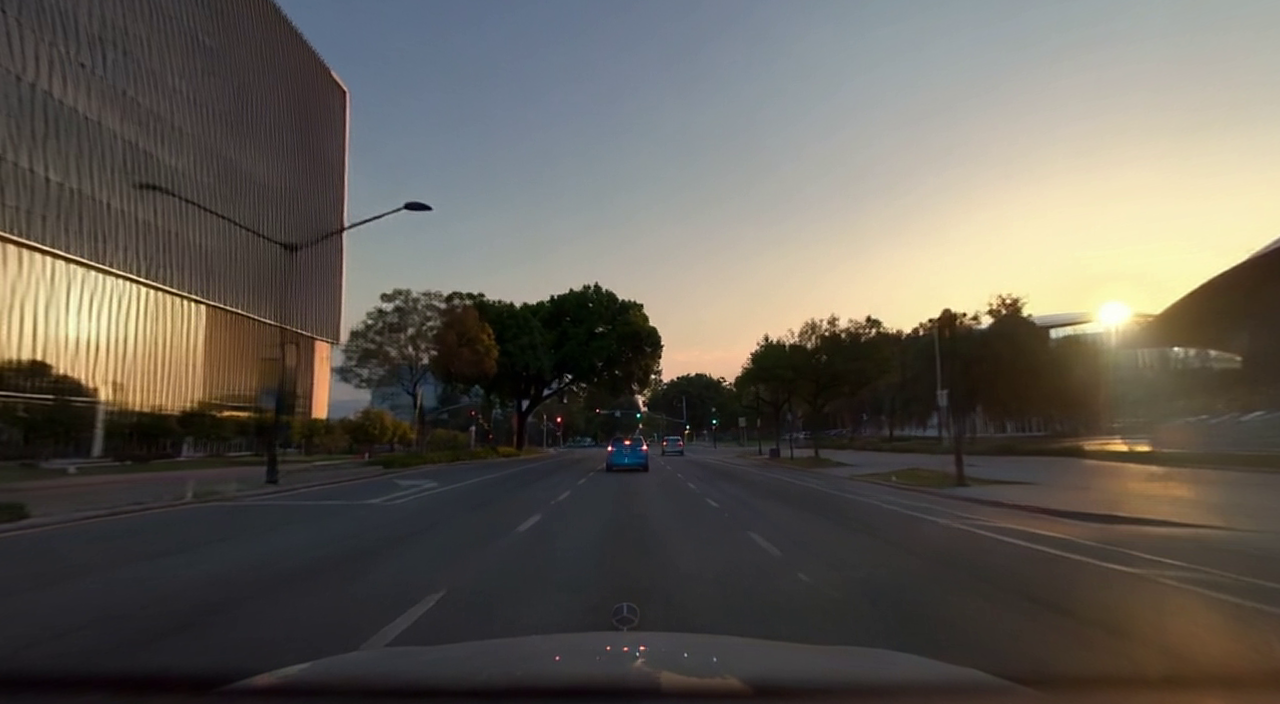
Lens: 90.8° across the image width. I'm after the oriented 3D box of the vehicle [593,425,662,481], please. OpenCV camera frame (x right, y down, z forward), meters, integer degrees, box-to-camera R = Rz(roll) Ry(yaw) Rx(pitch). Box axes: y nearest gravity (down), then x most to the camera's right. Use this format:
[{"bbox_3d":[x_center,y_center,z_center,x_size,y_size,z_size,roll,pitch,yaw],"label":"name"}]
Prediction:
[{"bbox_3d":[-0.444,3.725,23.556,2.313,1.860,4.319,0,-9,-1],"label":"vehicle"}]
